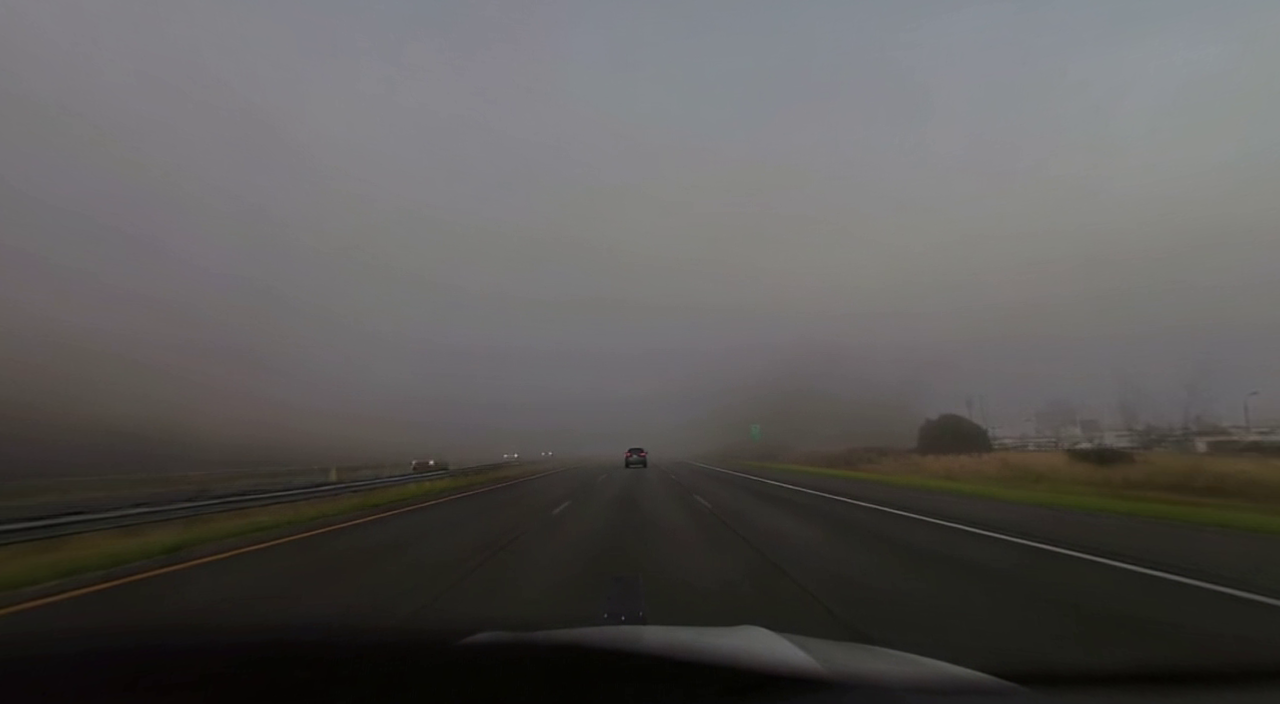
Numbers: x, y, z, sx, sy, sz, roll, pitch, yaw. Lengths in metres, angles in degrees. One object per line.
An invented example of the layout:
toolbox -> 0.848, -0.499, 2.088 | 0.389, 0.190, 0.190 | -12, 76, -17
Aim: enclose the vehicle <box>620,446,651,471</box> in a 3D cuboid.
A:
vehicle -> -0.285, 7.039, 41.773 | 1.916, 1.494, 4.335 | 0, -9, 0
